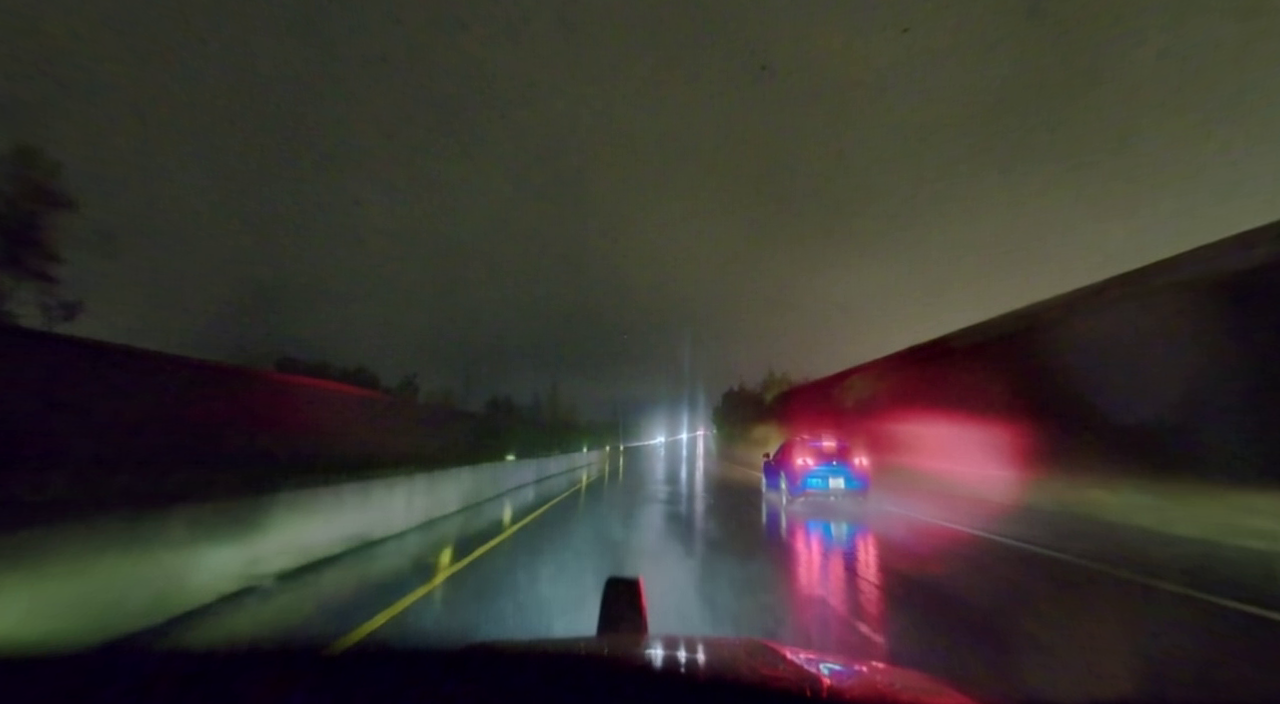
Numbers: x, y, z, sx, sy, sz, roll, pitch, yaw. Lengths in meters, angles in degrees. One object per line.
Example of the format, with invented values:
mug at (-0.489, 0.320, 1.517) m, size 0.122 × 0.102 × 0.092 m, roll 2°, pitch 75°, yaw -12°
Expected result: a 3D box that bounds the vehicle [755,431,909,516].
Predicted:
vehicle at (3.875, 2.530, 13.558) m, size 1.997 × 1.515 × 4.025 m, roll 0°, pitch -9°, yaw 0°
